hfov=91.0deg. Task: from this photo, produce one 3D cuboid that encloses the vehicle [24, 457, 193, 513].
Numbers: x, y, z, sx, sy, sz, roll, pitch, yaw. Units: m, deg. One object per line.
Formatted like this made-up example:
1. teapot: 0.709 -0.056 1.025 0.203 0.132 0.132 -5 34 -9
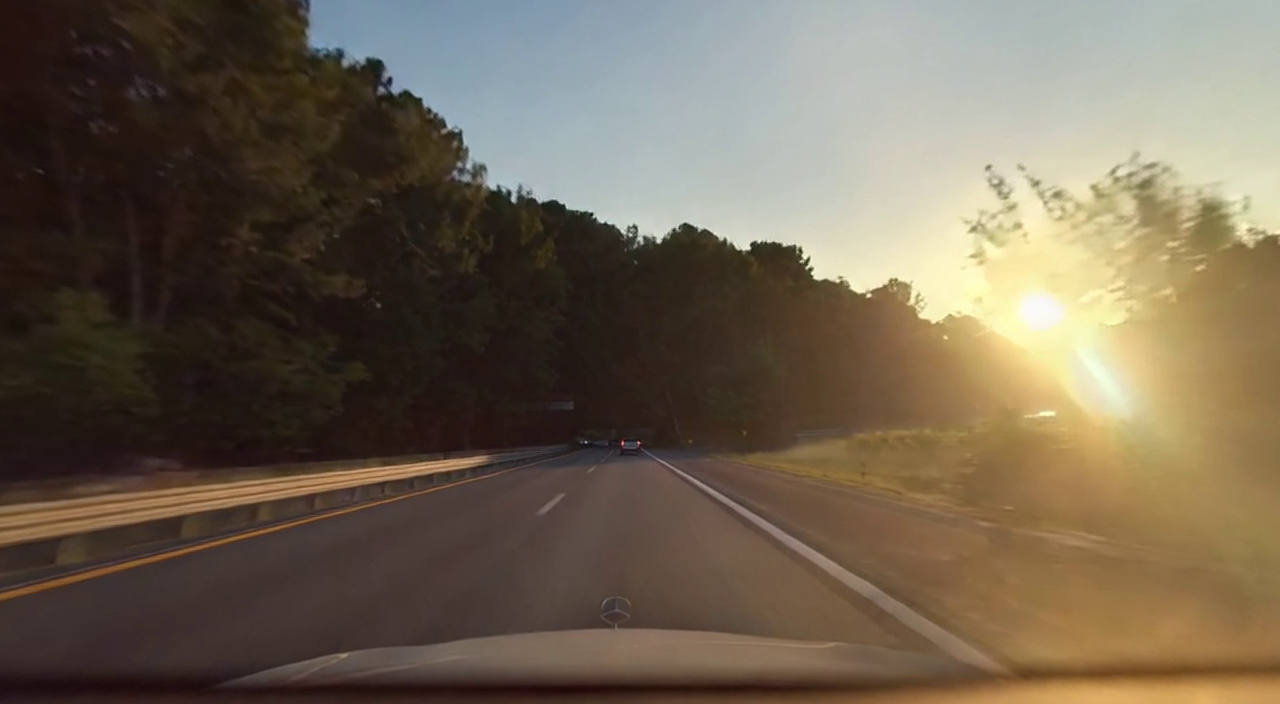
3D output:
1. vehicle: -16.848 4.186 20.294 1.789 1.464 4.245 0 -8 -1
